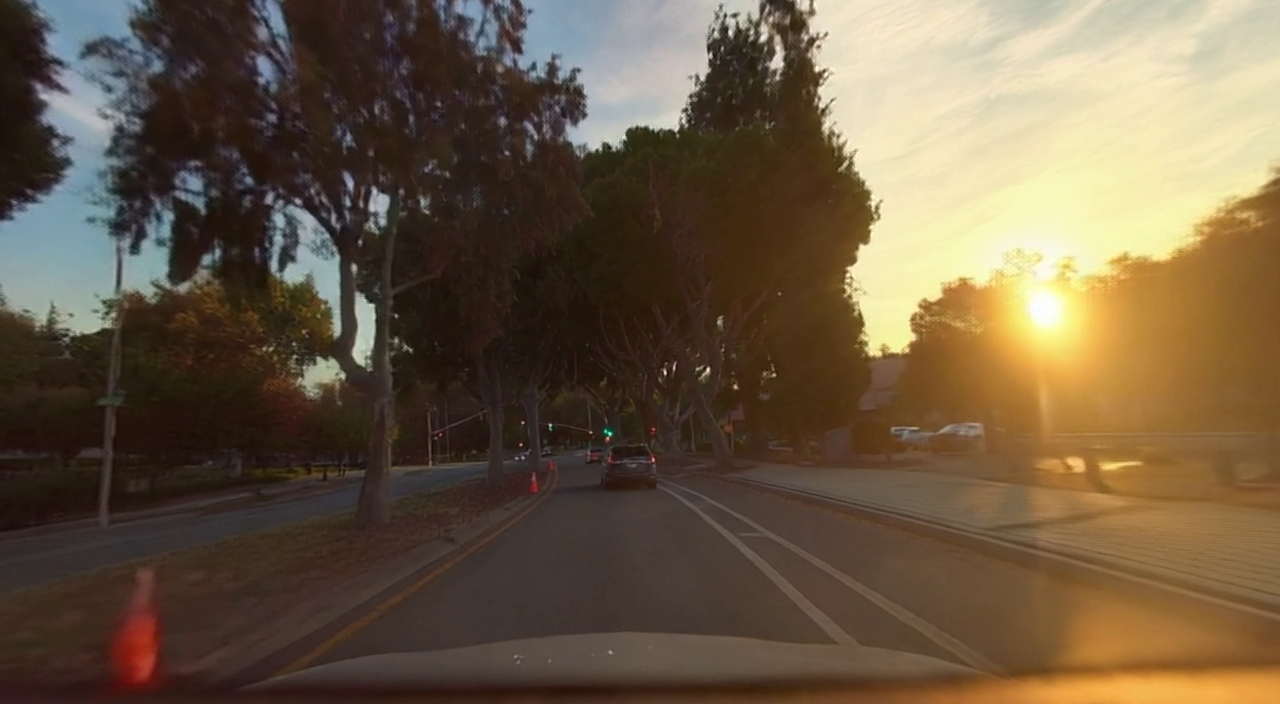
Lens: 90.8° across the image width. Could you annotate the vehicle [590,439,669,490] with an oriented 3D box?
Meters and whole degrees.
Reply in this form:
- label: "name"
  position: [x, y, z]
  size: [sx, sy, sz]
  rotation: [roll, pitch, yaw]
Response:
- label: "vehicle"
  position: [-0.487, 3.735, 21.378]
  size: [2.266, 1.508, 4.430]
  rotation: [1, -9, -6]
